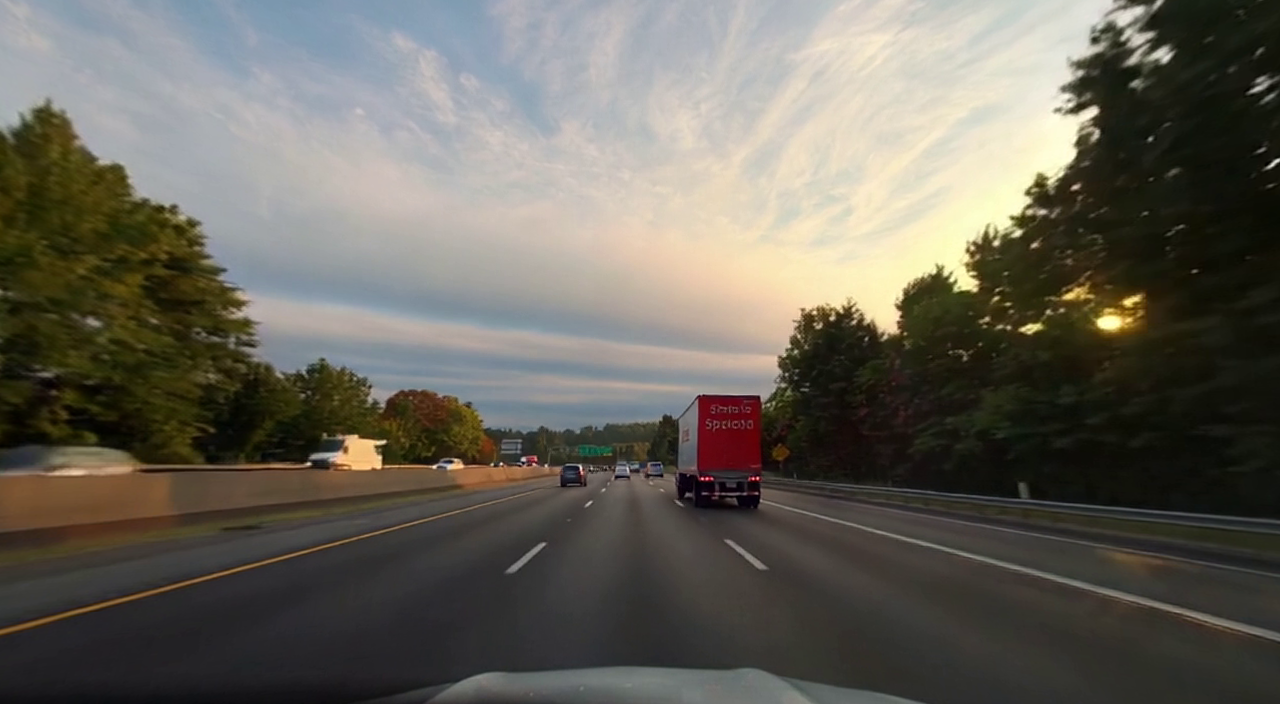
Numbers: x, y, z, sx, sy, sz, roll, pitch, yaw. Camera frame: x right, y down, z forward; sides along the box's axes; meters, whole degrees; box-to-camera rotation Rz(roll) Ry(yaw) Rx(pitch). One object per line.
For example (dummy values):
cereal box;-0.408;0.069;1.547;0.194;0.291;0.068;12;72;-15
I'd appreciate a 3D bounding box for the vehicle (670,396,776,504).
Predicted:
vehicle;3.640;5.183;32.340;2.992;4.300;13.967;1;-10;-2

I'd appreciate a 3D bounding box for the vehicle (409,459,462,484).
vehicle;-12.889;7.582;40.043;1.954;1.466;4.444;1;-10;-1

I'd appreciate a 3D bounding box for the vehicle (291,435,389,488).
vehicle;-16.480;6.131;35.154;2.284;2.601;6.700;1;-10;-2

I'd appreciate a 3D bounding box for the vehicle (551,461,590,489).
vehicle;-4.479;8.000;41.212;2.155;1.667;4.615;1;-10;-2
